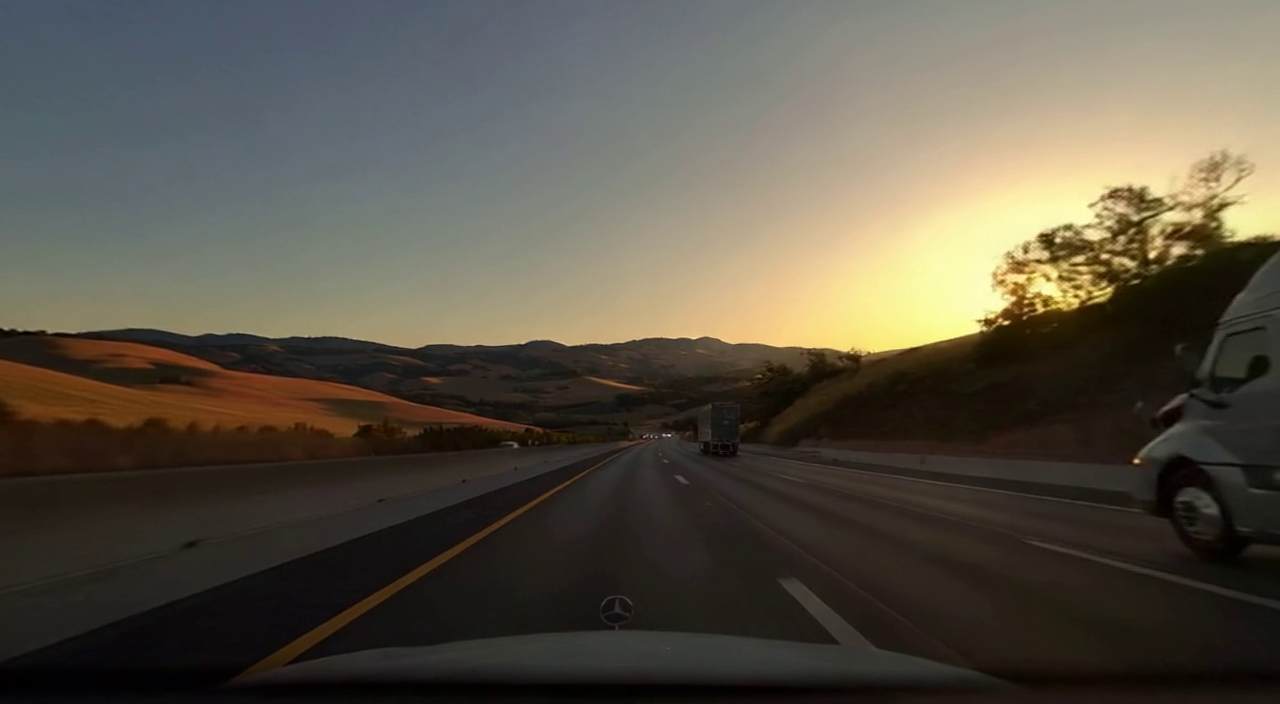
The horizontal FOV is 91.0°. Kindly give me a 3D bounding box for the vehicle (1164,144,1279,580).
[{"bbox_3d":[7.430,-0.187,3.946,2.917,4.022,5.895,0,-8,0],"label":"vehicle"}]
